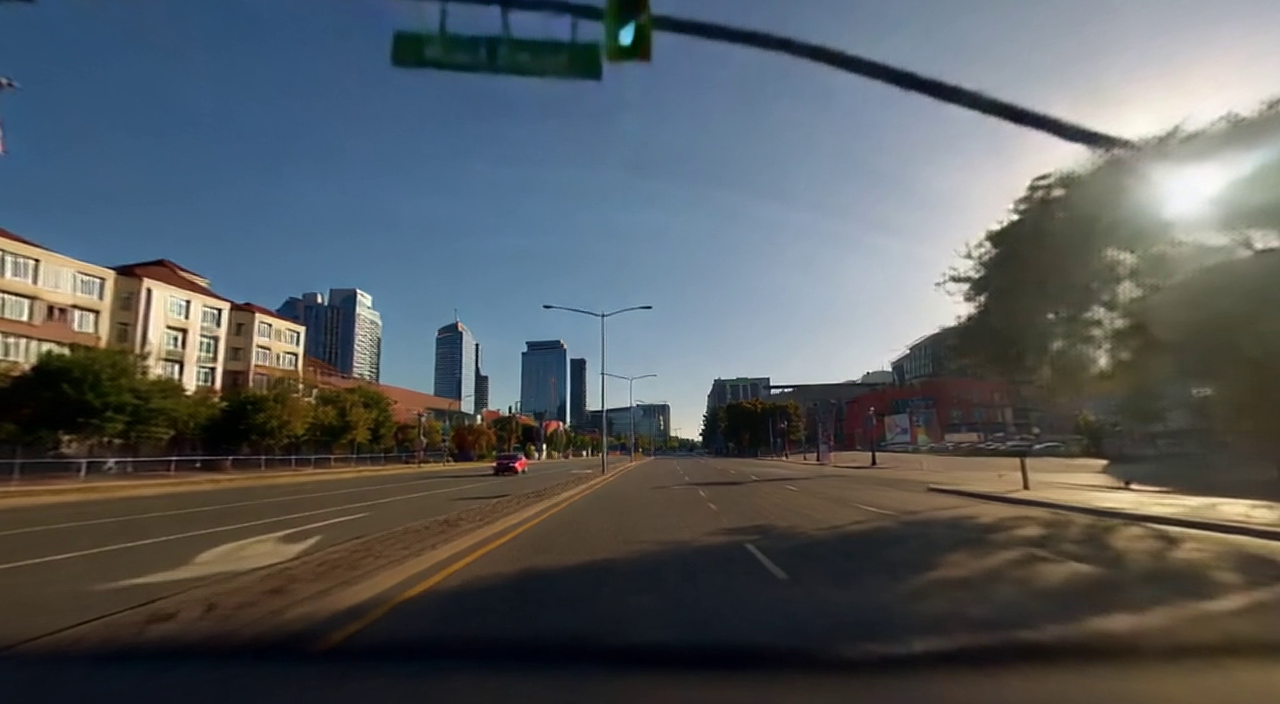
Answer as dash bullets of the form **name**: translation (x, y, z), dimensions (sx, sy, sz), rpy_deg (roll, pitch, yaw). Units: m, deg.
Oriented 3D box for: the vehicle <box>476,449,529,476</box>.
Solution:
- **vehicle**: translation (-7.870, 6.329, 36.327), dimensions (1.866, 1.463, 4.378), rpy_deg (0, -9, 3)
